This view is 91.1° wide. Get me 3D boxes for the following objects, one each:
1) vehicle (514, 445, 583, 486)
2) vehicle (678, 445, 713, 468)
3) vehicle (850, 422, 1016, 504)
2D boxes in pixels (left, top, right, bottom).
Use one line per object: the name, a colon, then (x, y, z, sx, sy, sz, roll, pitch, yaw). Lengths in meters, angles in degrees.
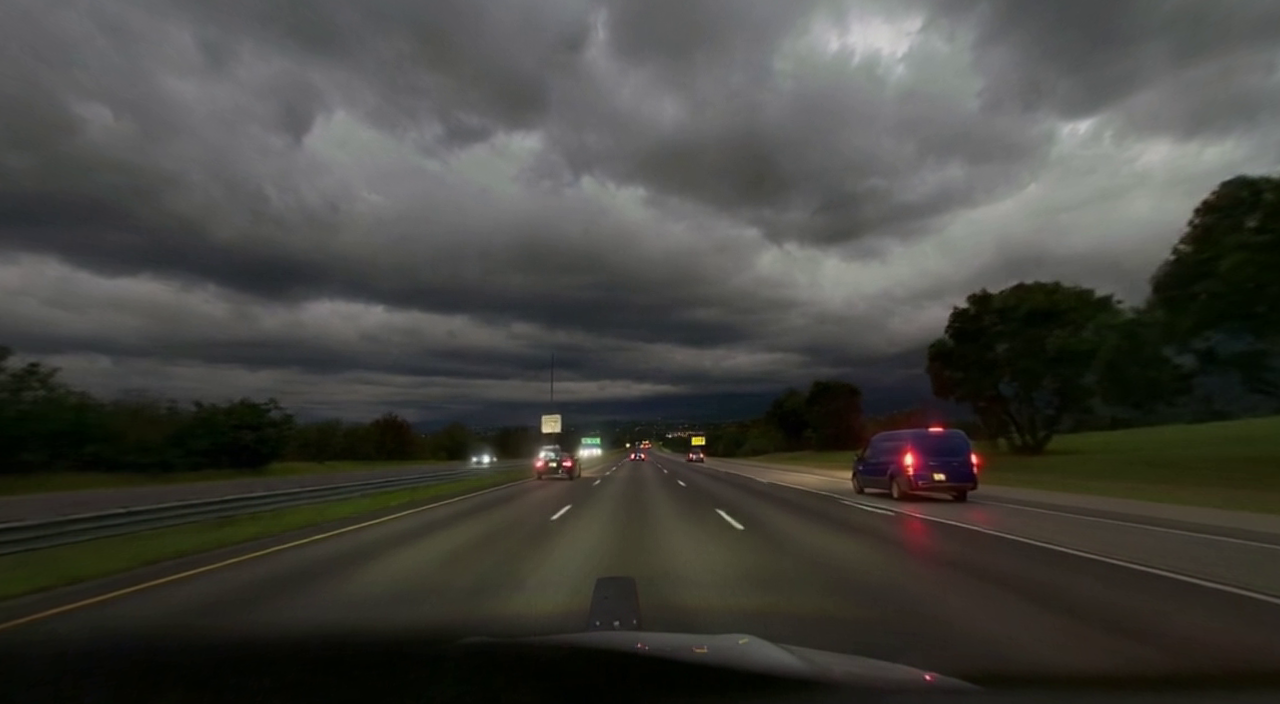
vehicle: (-3.661, 4.629, 26.009, 2.160, 1.530, 4.500, 0, -9, 0)
vehicle: (4.116, 7.868, 47.444, 2.069, 1.625, 4.832, 0, -9, -1)
vehicle: (7.874, 3.036, 17.622, 2.133, 1.933, 4.986, 0, -9, -1)
